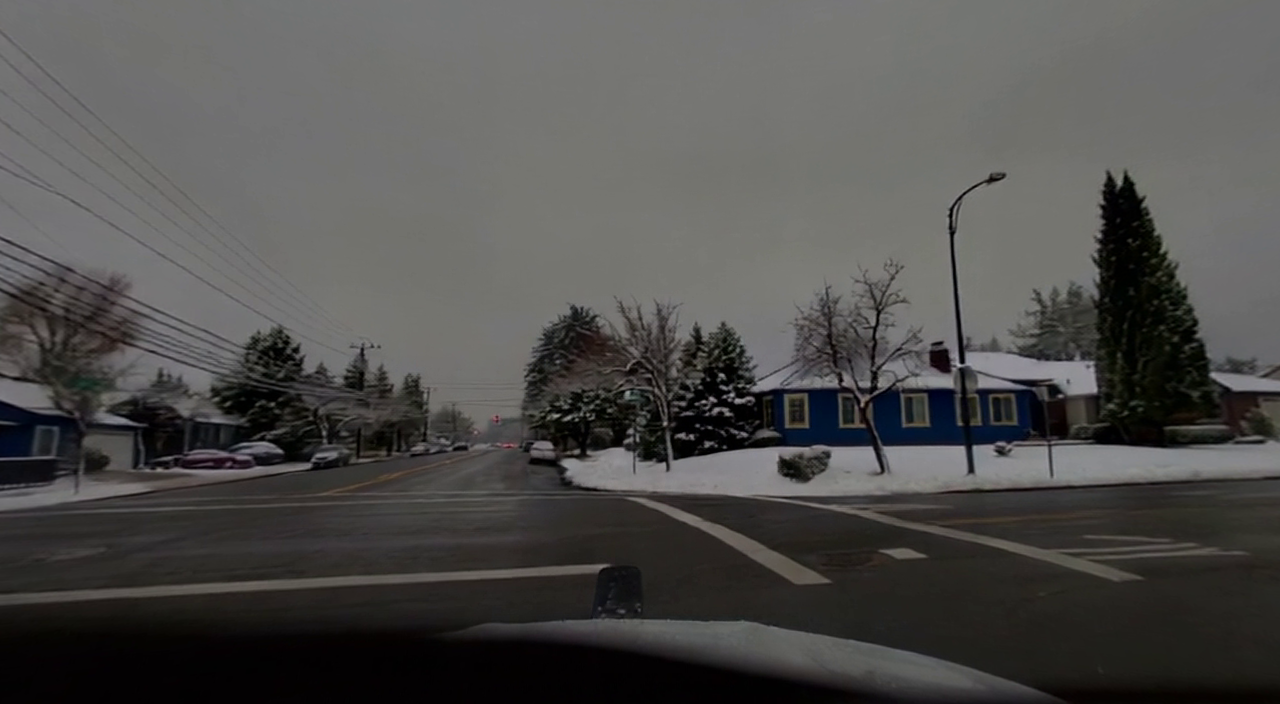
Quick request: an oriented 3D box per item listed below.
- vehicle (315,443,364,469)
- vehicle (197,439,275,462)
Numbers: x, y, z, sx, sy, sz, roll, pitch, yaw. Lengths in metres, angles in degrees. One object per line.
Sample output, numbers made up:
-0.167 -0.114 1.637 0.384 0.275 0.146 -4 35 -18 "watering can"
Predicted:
-19.491 6.727 41.174 2.036 1.546 4.705 2 -9 -16 "vehicle"
-29.361 7.161 46.045 4.288 1.656 1.791 2 -9 -12 "vehicle"
